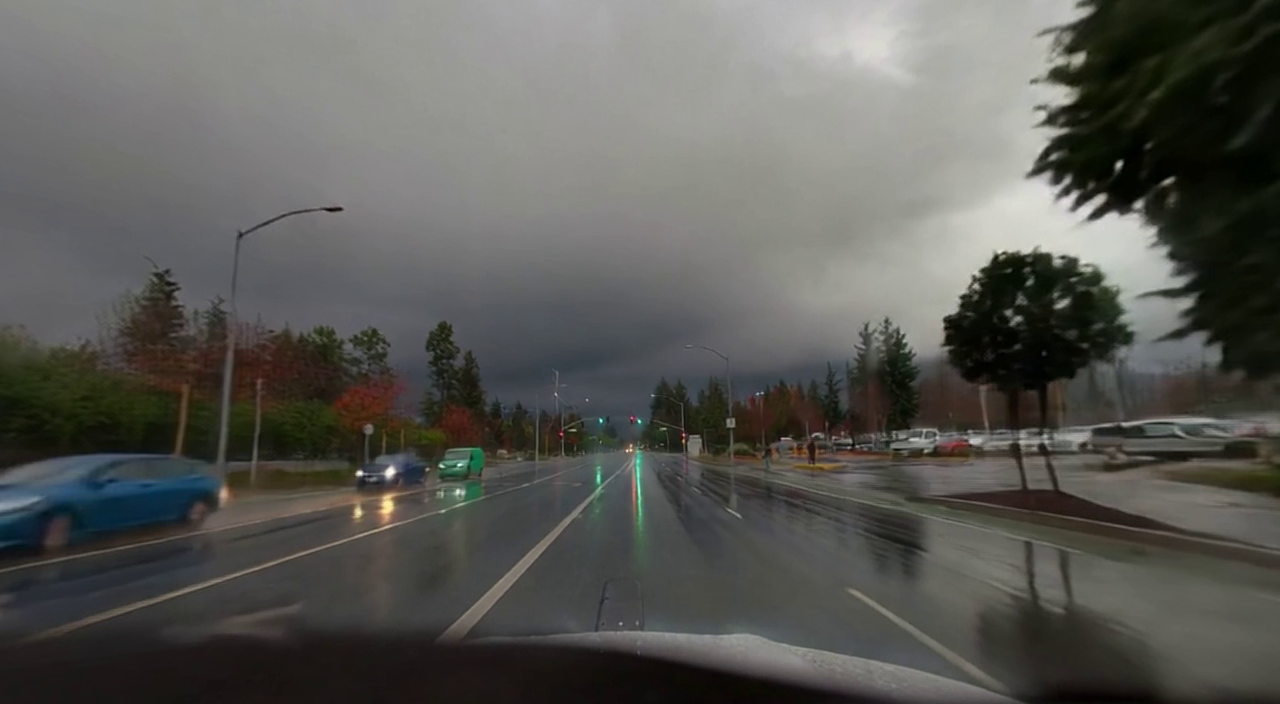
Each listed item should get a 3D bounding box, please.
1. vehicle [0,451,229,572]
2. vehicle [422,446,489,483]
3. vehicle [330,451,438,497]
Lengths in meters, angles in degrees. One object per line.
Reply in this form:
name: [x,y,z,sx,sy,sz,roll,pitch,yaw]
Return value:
vehicle: [-8.861,2.290,9.850,1.959,1.469,4.369,0,-9,0]
vehicle: [-9.152,5.587,31.703,2.066,1.709,4.509,0,-9,-1]
vehicle: [-8.919,4.281,22.490,1.940,1.452,4.441,0,-9,1]
